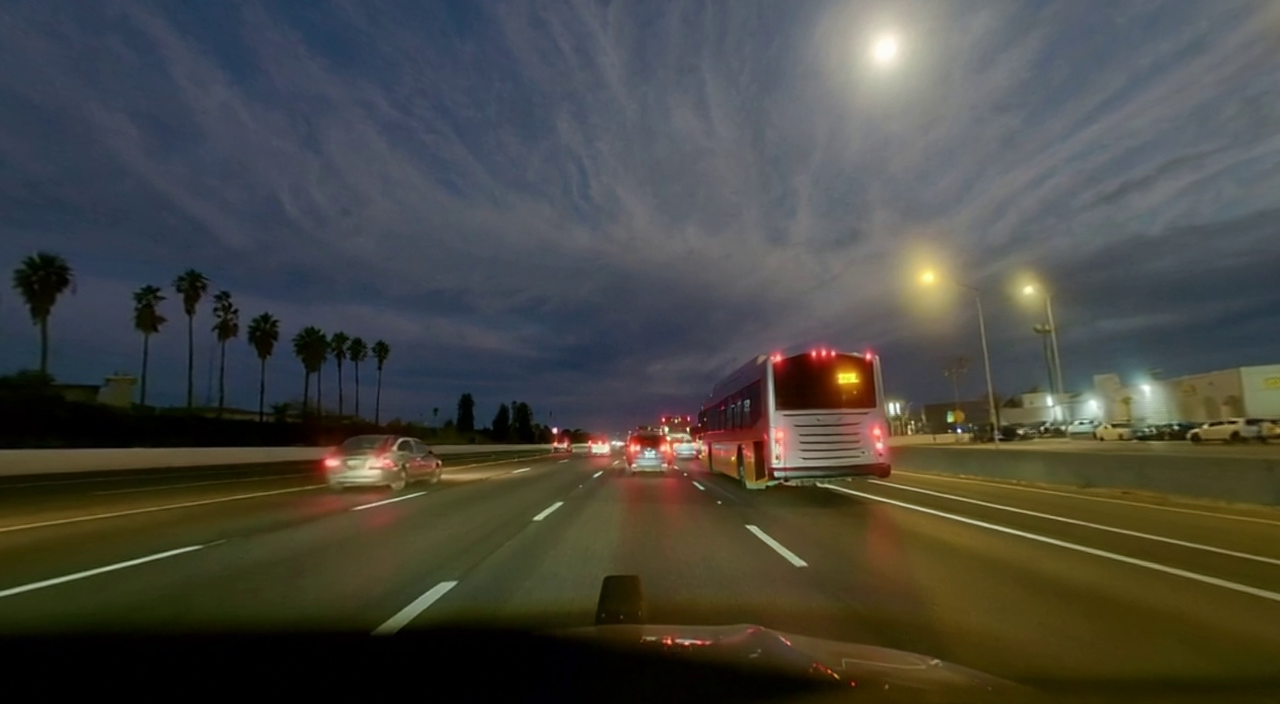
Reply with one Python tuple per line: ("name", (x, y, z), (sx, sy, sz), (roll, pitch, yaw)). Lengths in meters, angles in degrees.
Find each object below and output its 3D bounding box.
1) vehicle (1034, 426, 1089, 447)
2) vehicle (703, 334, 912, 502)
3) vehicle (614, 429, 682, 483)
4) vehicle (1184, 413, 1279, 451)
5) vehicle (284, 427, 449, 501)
("vehicle", (32.749, 6.625, 49.084), (1.795, 1.481, 3.986), (-1, -9, 5))
("vehicle", (4.289, 2.467, 20.644), (3.020, 3.622, 14.302), (0, -9, 0))
("vehicle", (0.302, 3.801, 23.263), (2.268, 1.796, 4.280), (0, -9, 1))
("vehicle", (30.604, 4.111, 31.897), (2.003, 1.777, 4.990), (-1, -9, 6))
("vehicle", (-7.208, 3.017, 17.340), (2.291, 1.729, 4.879), (0, -9, 1))
